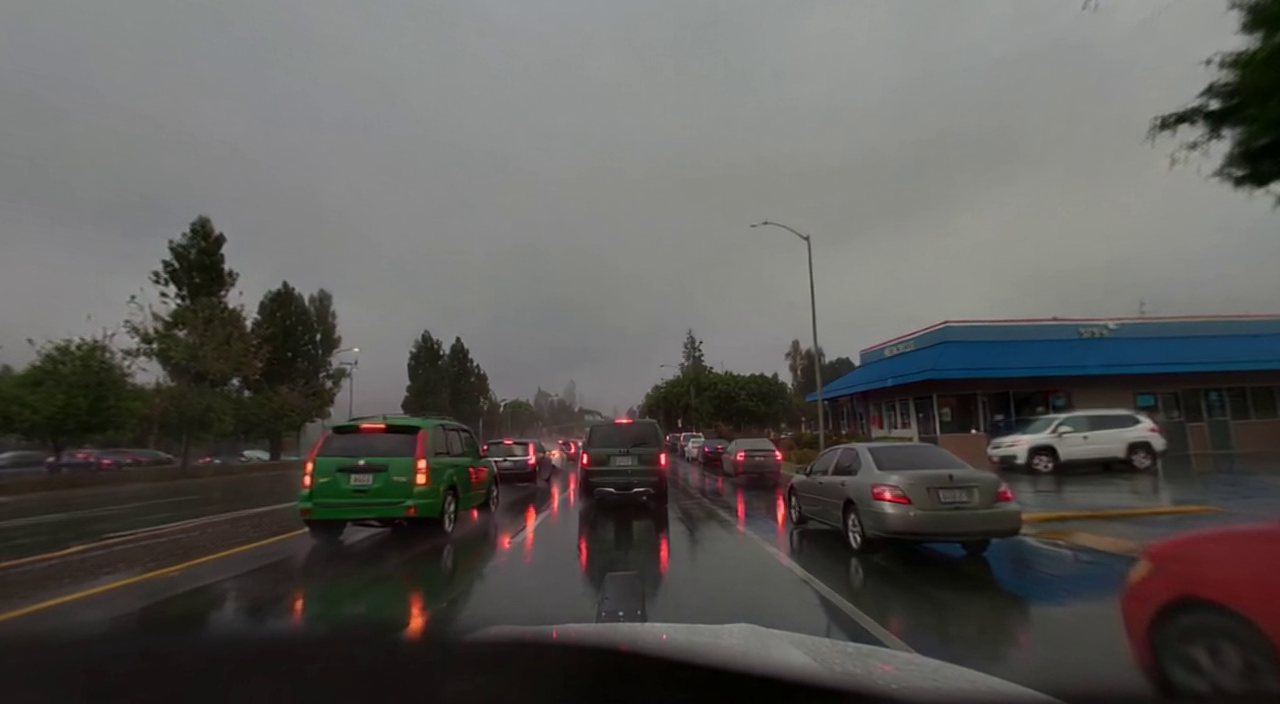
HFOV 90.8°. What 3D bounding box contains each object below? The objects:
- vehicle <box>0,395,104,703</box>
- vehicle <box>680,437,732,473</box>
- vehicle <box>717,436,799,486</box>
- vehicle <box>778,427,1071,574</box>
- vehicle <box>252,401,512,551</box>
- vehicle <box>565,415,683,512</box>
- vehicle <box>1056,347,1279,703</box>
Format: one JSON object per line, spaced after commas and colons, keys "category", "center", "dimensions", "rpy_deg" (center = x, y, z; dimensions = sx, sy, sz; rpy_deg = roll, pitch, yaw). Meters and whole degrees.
{"category": "vehicle", "center": [-3.718, 0.679, 0.850], "dimensions": [2.051, 1.522, 4.509], "rpy_deg": [0, -9, -1]}
{"category": "vehicle", "center": [2.974, 4.740, 29.204], "dimensions": [1.903, 1.529, 3.649], "rpy_deg": [0, -9, -2]}
{"category": "vehicle", "center": [3.861, 3.643, 21.466], "dimensions": [1.875, 1.521, 4.192], "rpy_deg": [0, -9, -1]}
{"category": "vehicle", "center": [3.374, 1.835, 8.649], "dimensions": [1.900, 1.477, 4.352], "rpy_deg": [0, -8, -1]}
{"category": "vehicle", "center": [-3.650, 1.871, 10.124], "dimensions": [2.231, 1.853, 4.461], "rpy_deg": [0, -9, 0]}
{"category": "vehicle", "center": [-0.350, 2.427, 14.116], "dimensions": [2.238, 1.825, 4.190], "rpy_deg": [0, -9, -1]}
{"category": "vehicle", "center": [3.402, 0.677, 1.346], "dimensions": [2.047, 1.671, 4.267], "rpy_deg": [0, -9, -1]}
